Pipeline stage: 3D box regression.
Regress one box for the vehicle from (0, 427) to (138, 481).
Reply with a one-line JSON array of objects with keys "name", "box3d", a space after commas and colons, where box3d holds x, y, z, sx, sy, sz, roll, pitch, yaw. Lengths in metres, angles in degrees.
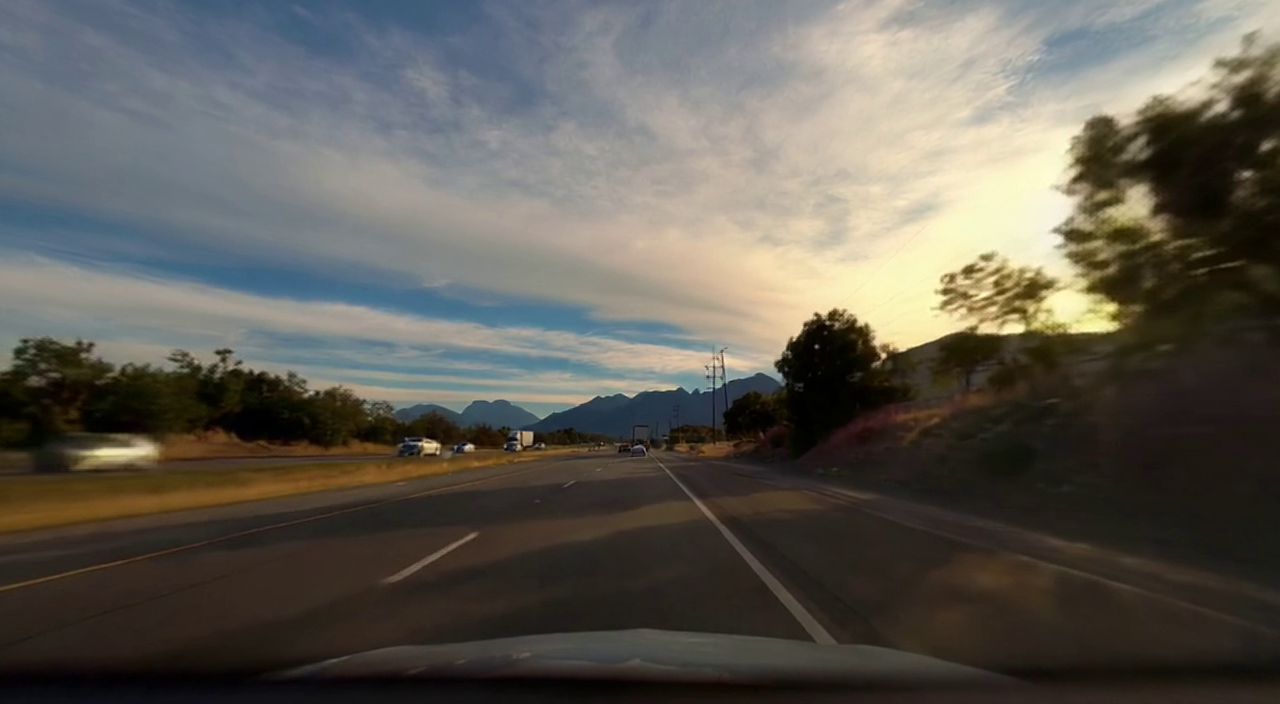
[{"name": "vehicle", "box3d": [-20.945, 3.612, 22.529, 1.999, 1.691, 4.714, 0, -8, 1]}]
